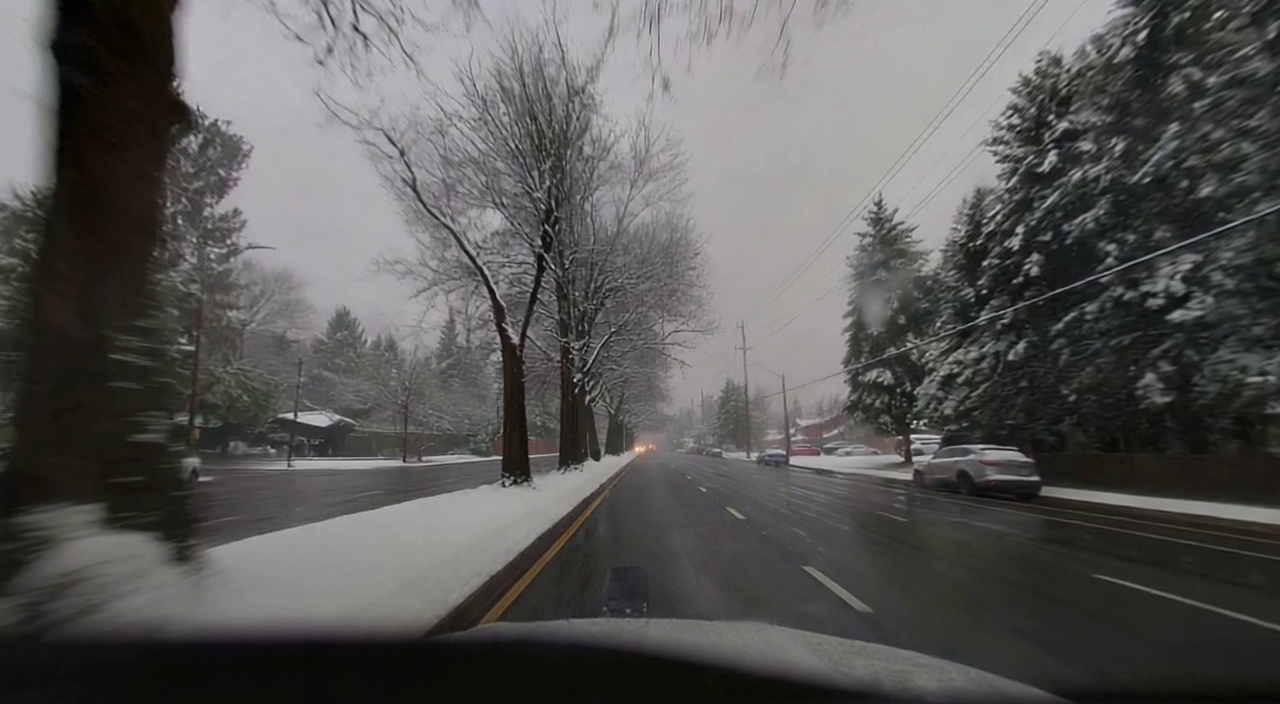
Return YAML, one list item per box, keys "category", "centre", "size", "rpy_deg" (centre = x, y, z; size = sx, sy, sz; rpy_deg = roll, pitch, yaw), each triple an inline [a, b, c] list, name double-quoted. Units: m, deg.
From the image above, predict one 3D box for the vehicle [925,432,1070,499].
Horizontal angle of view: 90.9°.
- category: "vehicle"
  centre: [11.853, 3.783, 21.356]
  size: [2.568, 2.038, 4.088]
  rpy_deg: [-1, -8, 2]

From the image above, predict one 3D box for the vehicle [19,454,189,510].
- category: "vehicle"
  centre: [-18.766, 4.518, 22.431]
  size: [1.873, 1.680, 4.641]
  rpy_deg: [0, -8, 1]

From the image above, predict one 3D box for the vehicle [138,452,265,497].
- category: "vehicle"
  centre: [-18.824, 5.236, 27.367]
  size: [2.006, 1.615, 4.647]
  rpy_deg: [2, -8, 2]
